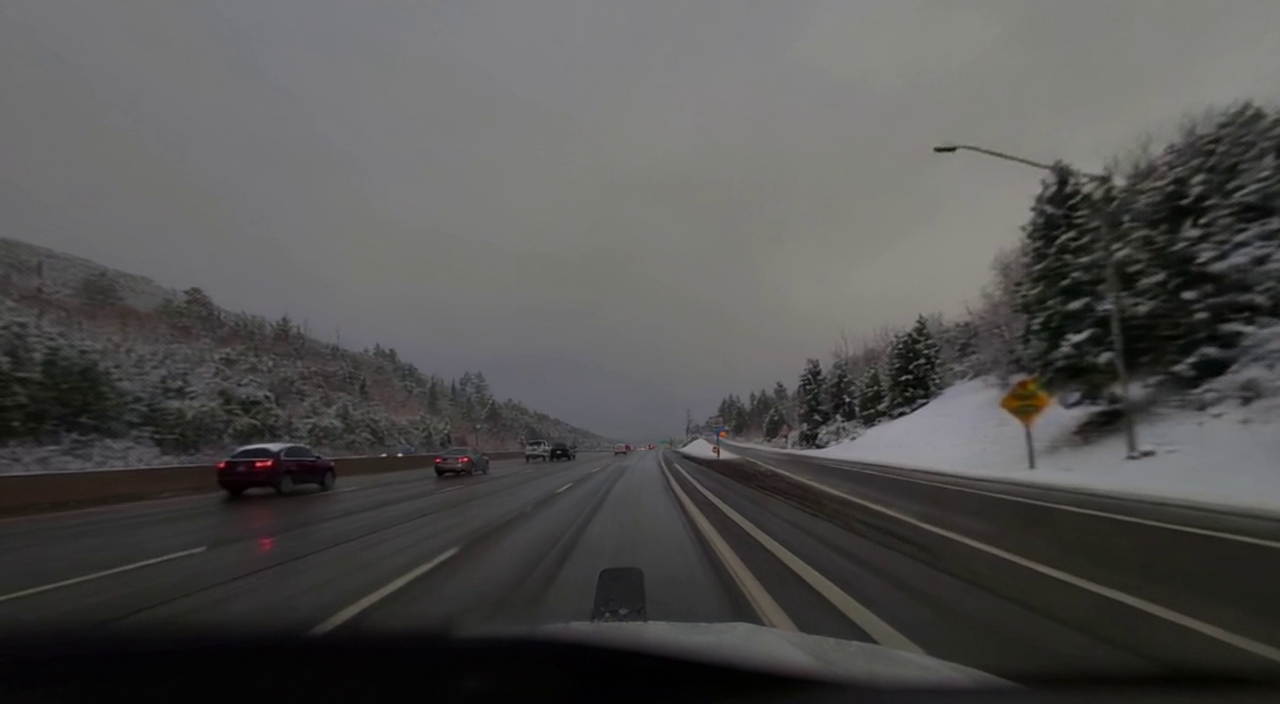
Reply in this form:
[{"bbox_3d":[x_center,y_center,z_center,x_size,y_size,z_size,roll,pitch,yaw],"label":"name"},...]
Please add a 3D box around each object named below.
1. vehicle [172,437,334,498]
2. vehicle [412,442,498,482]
[{"bbox_3d":[-11.686,3.506,19.535,2.020,1.645,4.629,0,-9,1],"label":"vehicle"},{"bbox_3d":[-7.533,4.522,26.194,2.107,1.484,4.449,0,-9,1],"label":"vehicle"}]
